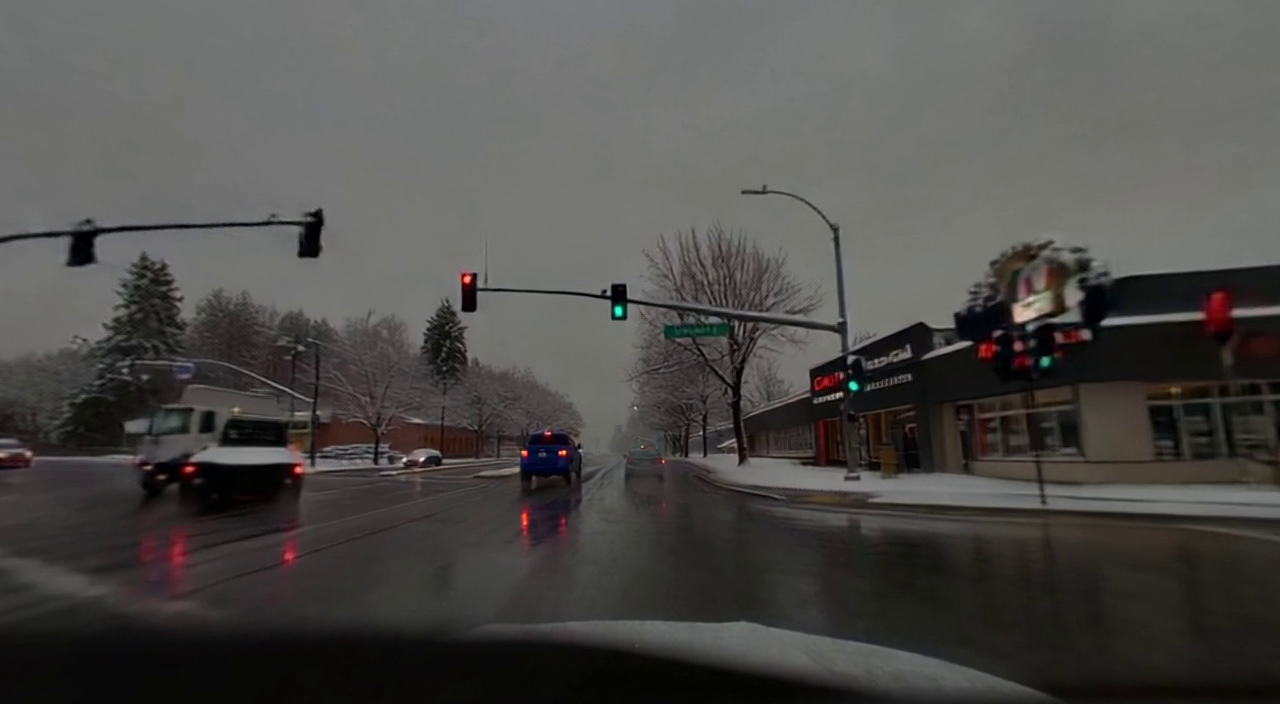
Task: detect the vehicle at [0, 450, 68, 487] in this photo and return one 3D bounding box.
[{"bbox_3d":[-35.770,6.806,37.209,4.487,2.039,2.086,-7,-11,37],"label":"vehicle"}]

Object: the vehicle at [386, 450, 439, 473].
[{"bbox_3d":[-16.022,7.701,44.830,1.912,1.432,5.070,-3,-9,0],"label":"vehicle"}]

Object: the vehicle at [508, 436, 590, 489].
[{"bbox_3d":[-3.320,4.199,24.276,2.464,1.777,5.128,0,-9,-1],"label":"vehicle"}]

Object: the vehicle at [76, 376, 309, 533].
[{"bbox_3d":[-8.952,2.122,13.347,2.507,2.667,4.567,2,-9,-16],"label":"vehicle"}]

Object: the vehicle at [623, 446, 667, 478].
[{"bbox_3d":[0.236,5.536,32.115,2.103,1.487,4.101,0,-9,0],"label":"vehicle"}]
